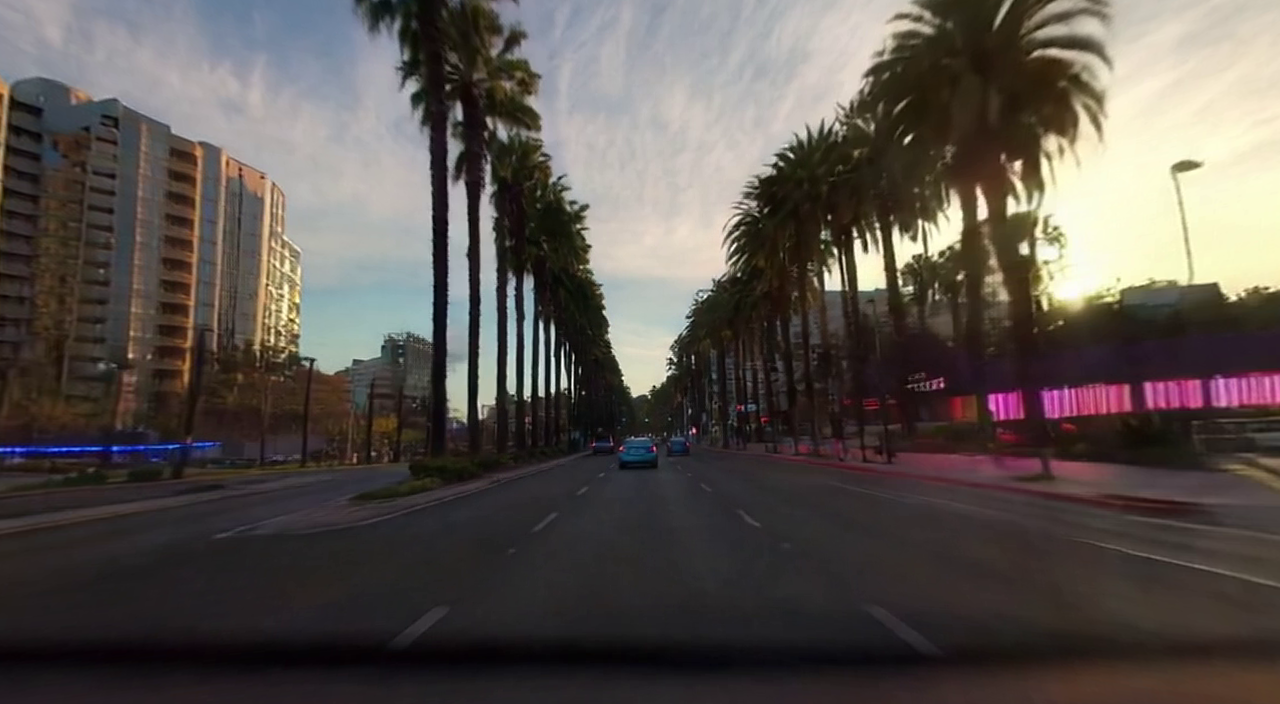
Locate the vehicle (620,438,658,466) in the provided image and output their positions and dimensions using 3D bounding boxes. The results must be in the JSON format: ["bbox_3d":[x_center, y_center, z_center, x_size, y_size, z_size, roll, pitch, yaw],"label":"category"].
[{"bbox_3d":[-0.027,6.128,38.817,2.160,1.615,4.117,0,-9,1],"label":"vehicle"}]

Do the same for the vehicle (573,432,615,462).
[{"bbox_3d":[-3.338,7.136,47.436,2.672,2.064,5.681,0,-9,0],"label":"vehicle"}]
